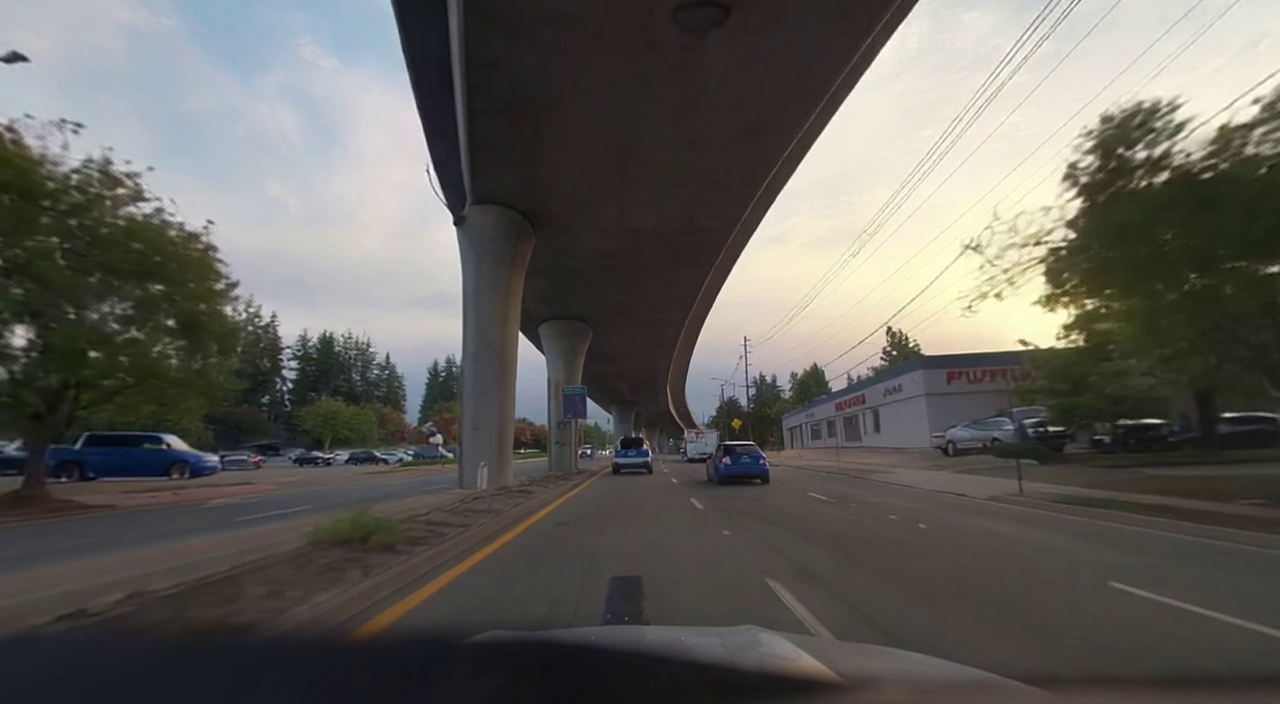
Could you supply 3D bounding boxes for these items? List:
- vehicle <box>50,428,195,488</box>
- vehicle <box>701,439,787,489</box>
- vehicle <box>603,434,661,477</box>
[{"bbox_3d":[-24.403,4.992,29.942,4.412,2.662,2.544,1,-8,-9],"label":"vehicle"},{"bbox_3d":[3.317,3.656,20.997,1.954,1.479,4.557,0,-8,-2],"label":"vehicle"},{"bbox_3d":[-0.351,4.709,28.956,2.441,1.813,4.581,0,-8,0],"label":"vehicle"}]
